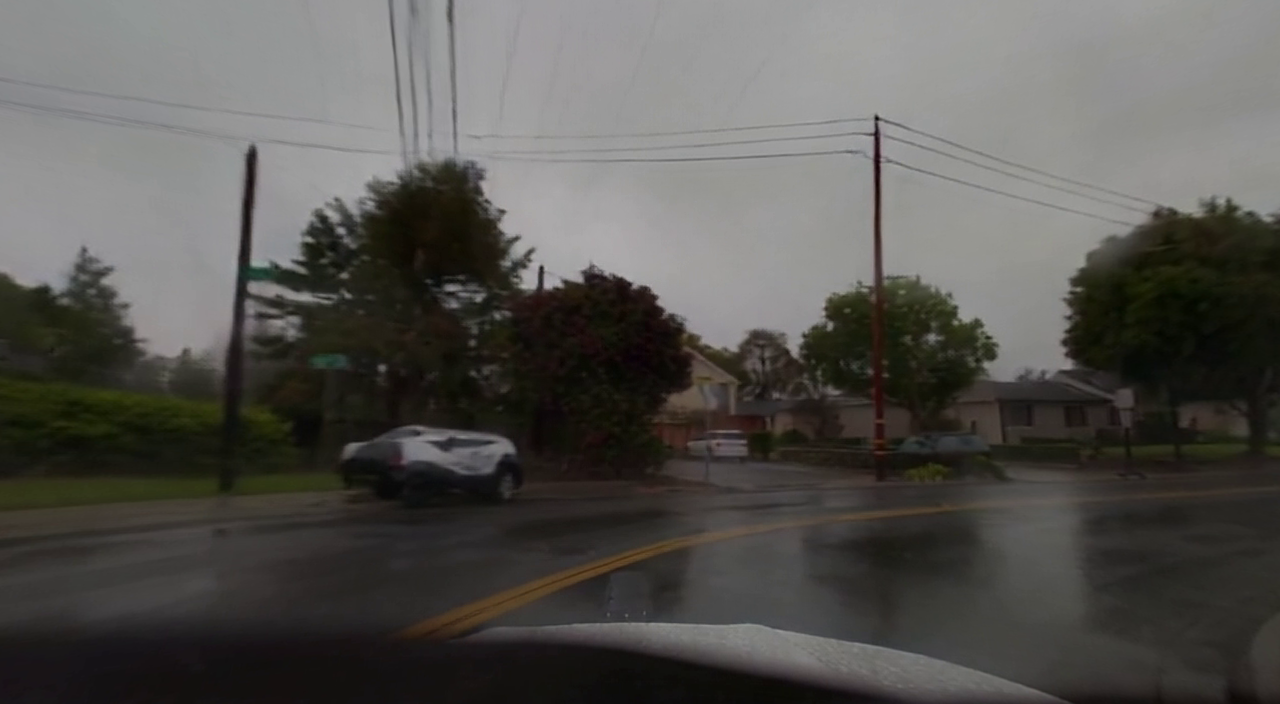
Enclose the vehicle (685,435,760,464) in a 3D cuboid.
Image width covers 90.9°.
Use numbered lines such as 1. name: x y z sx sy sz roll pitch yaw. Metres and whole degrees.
1. vehicle: 4.637 5.481 35.641 3.784 1.532 1.650 1 -8 -14
